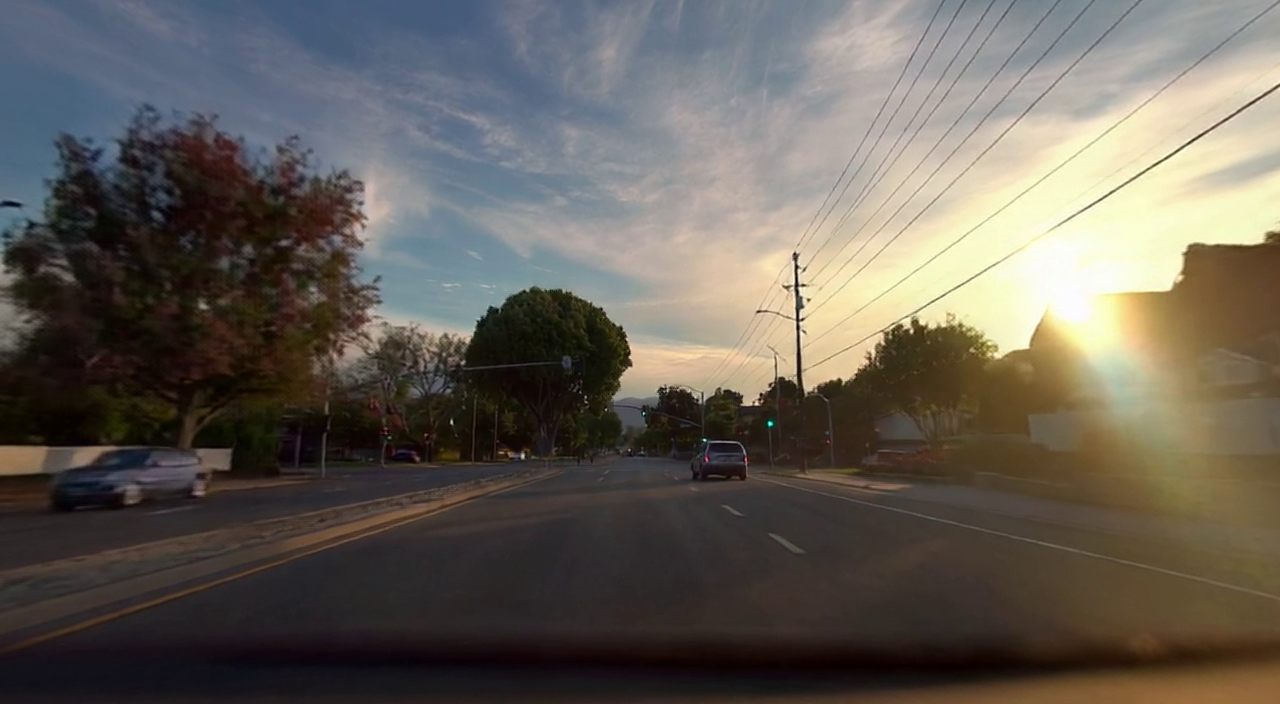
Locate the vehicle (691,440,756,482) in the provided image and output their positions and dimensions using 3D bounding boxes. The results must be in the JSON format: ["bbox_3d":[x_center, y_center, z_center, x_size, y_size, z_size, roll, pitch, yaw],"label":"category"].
[{"bbox_3d":[3.730,4.963,29.023,2.240,1.781,4.433,0,-9,-2],"label":"vehicle"}]

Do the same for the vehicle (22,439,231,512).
[{"bbox_3d":[-13.384,3.201,16.881,1.925,1.670,4.371,0,-9,-1],"label":"vehicle"}]
